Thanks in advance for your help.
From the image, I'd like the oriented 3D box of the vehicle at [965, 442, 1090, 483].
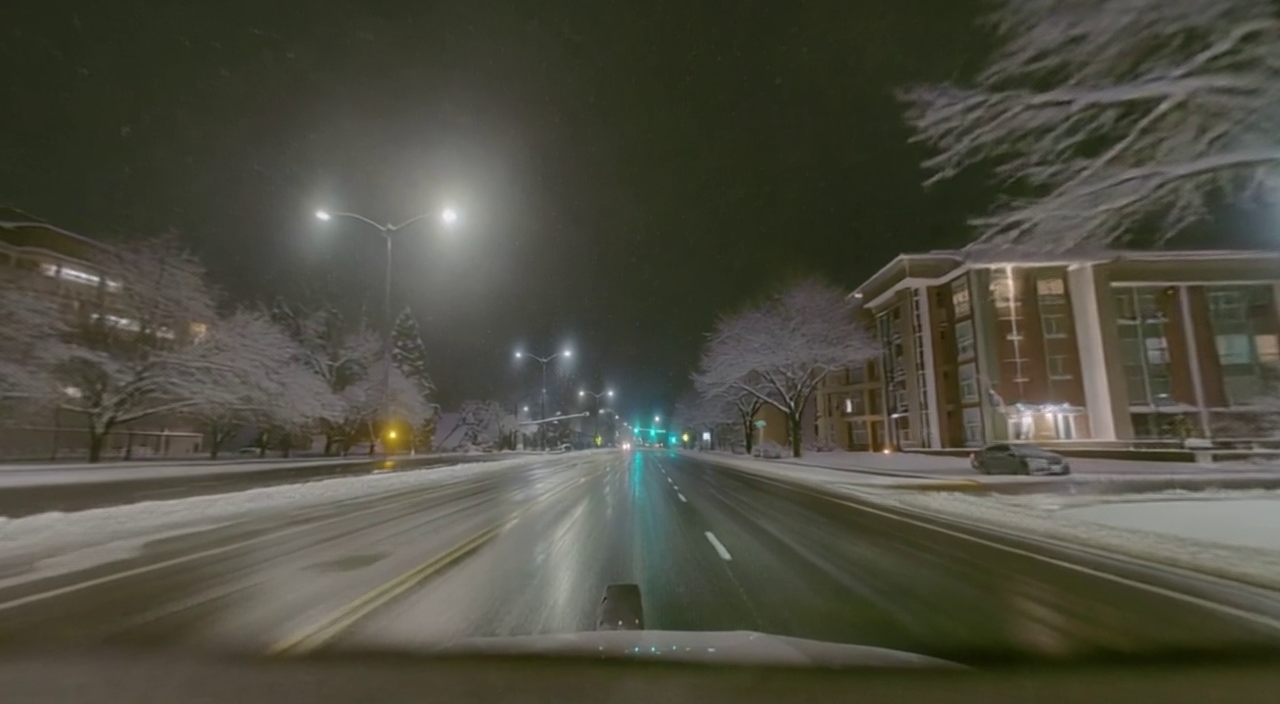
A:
[{"bbox_3d":[15.415,4.391,25.411,1.931,1.475,4.671,0,-9,-3],"label":"vehicle"}]
